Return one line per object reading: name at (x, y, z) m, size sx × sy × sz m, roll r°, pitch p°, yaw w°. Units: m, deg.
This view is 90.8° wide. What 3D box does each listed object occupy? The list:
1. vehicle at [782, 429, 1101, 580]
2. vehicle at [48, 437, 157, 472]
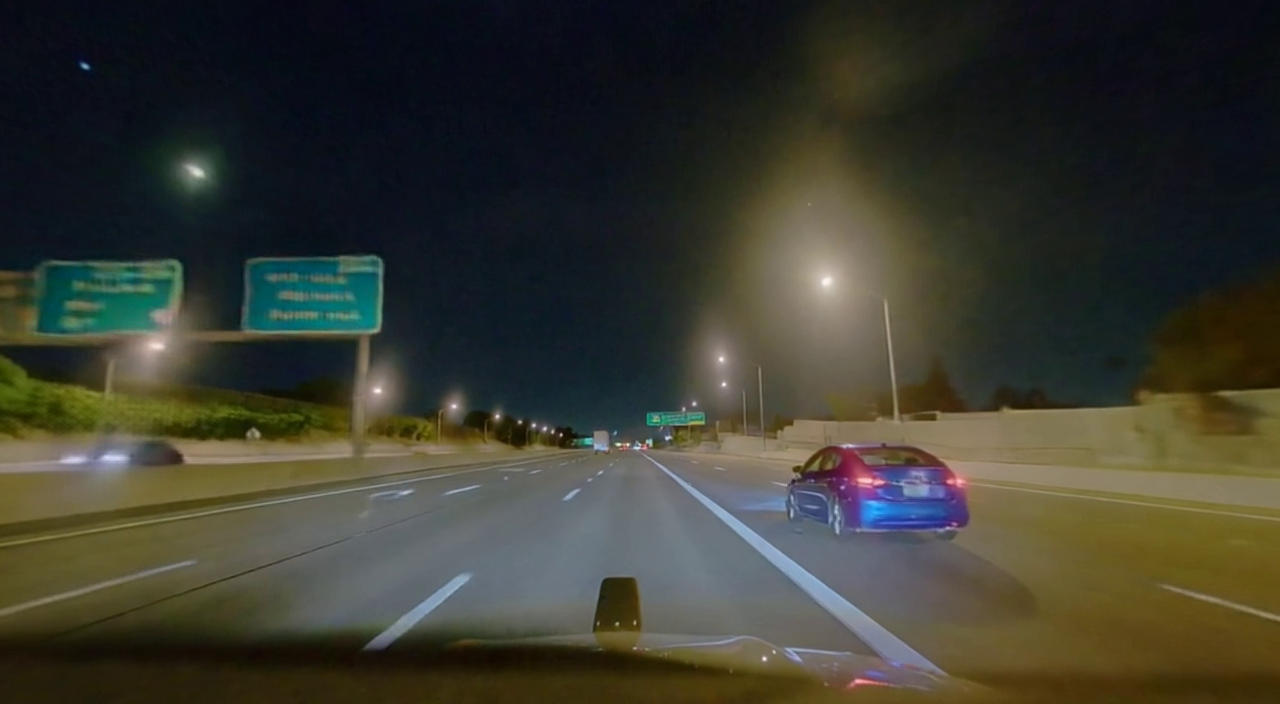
vehicle at (3.554, 1.875, 8.699) m, size 1.989 × 1.479 × 4.670 m, roll 0°, pitch -9°, yaw -1°
vehicle at (-26.918, 5.118, 31.850) m, size 1.770 × 1.589 × 4.181 m, roll 0°, pitch -8°, yaw 0°
